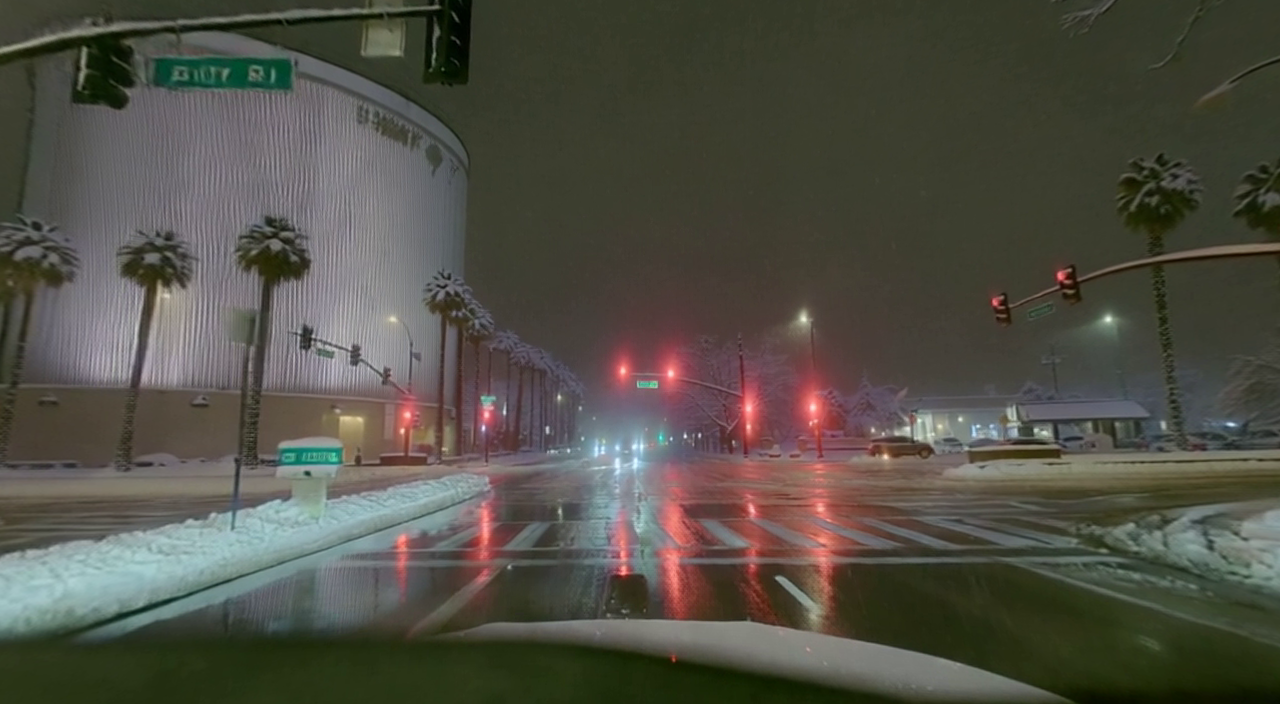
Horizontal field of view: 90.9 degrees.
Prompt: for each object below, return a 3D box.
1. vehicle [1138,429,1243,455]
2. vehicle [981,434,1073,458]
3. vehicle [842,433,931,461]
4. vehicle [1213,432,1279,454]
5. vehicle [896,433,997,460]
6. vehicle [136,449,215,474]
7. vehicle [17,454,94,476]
[{"bbox_3d":[33.301,5.462,38.205,4.567,1.458,1.791,0,-8,1],"label":"vehicle"},{"bbox_3d":[23.630,5.759,38.602,4.423,1.465,1.798,0,-8,1],"label":"vehicle"},{"bbox_3d":[15.108,5.854,38.843,4.648,1.665,1.910,0,-8,0],"label":"vehicle"},{"bbox_3d":[42.205,6.191,42.943,4.437,1.469,1.811,0,-8,0],"label":"vehicle"},{"bbox_3d":[17.032,5.281,35.140,4.684,1.461,1.777,0,-8,-1],"label":"vehicle"},{"bbox_3d":[-32.950,7.780,44.778,4.136,1.661,1.857,0,-8,1],"label":"vehicle"},{"bbox_3d":[-41.540,7.999,44.812,3.698,1.467,1.779,0,-9,1],"label":"vehicle"}]
